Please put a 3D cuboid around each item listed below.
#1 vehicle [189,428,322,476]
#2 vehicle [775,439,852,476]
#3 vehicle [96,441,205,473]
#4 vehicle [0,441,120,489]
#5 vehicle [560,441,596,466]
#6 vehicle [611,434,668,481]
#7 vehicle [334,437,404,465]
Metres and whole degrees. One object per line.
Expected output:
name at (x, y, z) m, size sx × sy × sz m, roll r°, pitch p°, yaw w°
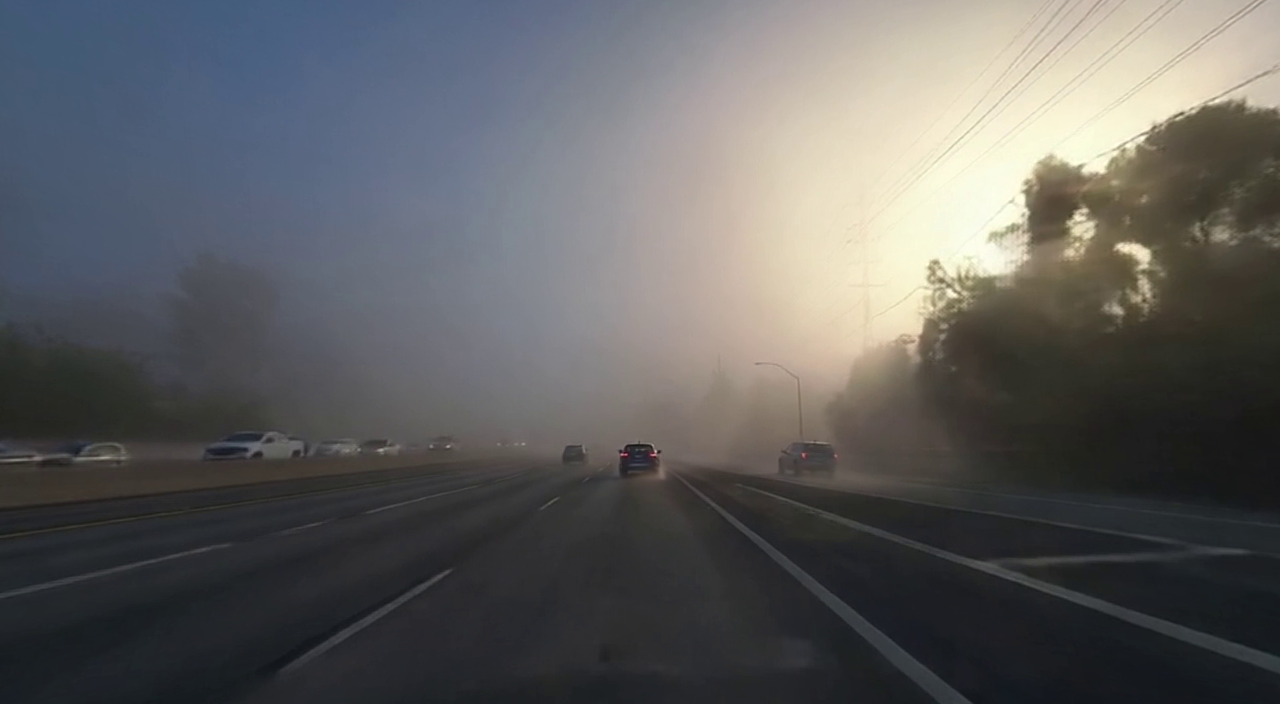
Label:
vehicle at (-16.193, 4.267, 27.056) m, size 2.228 × 1.808 × 5.608 m, roll 0°, pitch -8°, yaw 0°
vehicle at (8.633, 5.284, 31.883) m, size 2.099 × 1.720 × 4.829 m, roll 1°, pitch -8°, yaw -5°
vehicle at (-23.953, 5.129, 31.094) m, size 1.829 × 1.448 × 4.421 m, roll 0°, pitch -8°, yaw 0°
vehicle at (-20.231, 3.718, 21.102) m, size 1.809 × 1.437 × 4.395 m, roll 0°, pitch -8°, yaw 1°
vehicle at (-4.273, 7.042, 43.976) m, size 2.130 × 1.685 × 4.341 m, roll 0°, pitch -8°, yaw -1°
vehicle at (-0.031, 4.374, 26.359) m, size 2.192 × 1.769 × 4.287 m, roll 0°, pitch -8°, yaw 0°
vehicle at (-16.730, 6.137, 39.239) m, size 2.175 × 1.653 × 4.993 m, roll 0°, pitch -8°, yaw -1°
